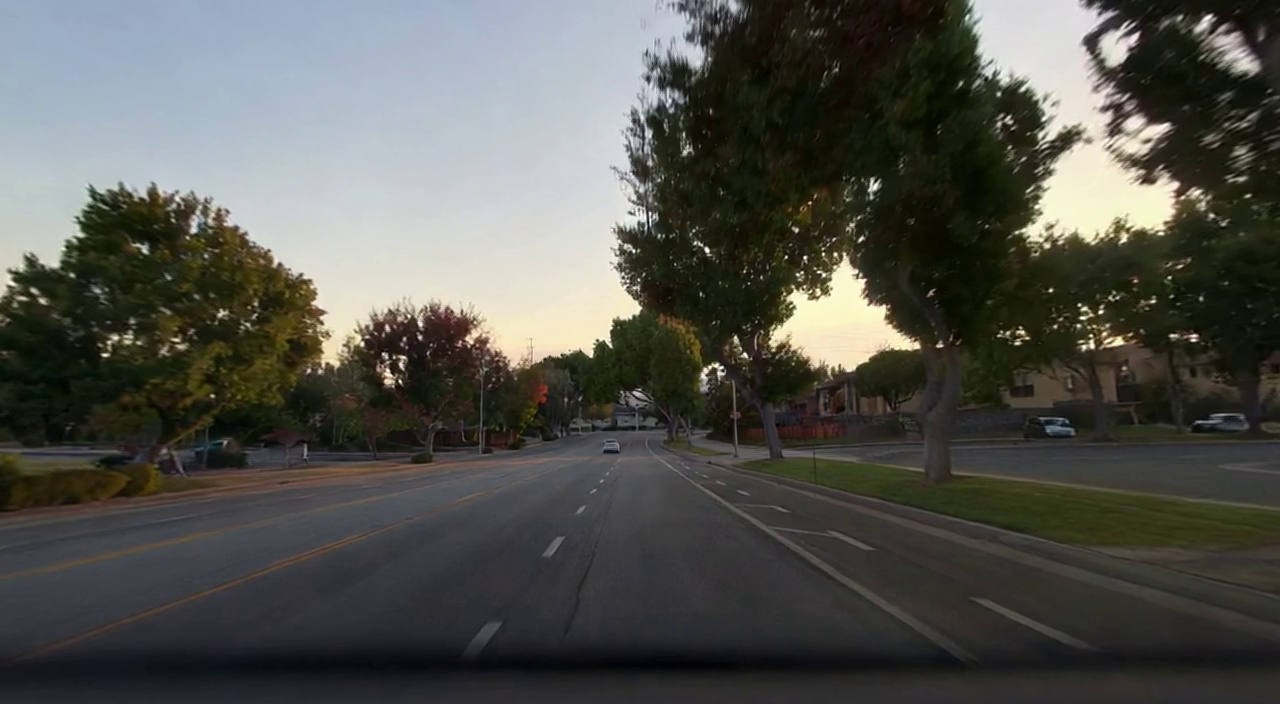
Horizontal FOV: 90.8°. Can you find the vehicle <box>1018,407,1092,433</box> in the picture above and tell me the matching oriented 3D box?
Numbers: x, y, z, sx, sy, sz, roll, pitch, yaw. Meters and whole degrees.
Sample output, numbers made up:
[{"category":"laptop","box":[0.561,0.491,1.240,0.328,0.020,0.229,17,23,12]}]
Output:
[{"category":"vehicle","box":[28.155,4.685,43.067,1.797,1.563,4.669,0,-8,0]}]

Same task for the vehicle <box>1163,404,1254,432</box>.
[{"category":"vehicle","box":[37.098,4.375,41.398,1.838,1.508,4.463,-3,-9,1]}]
